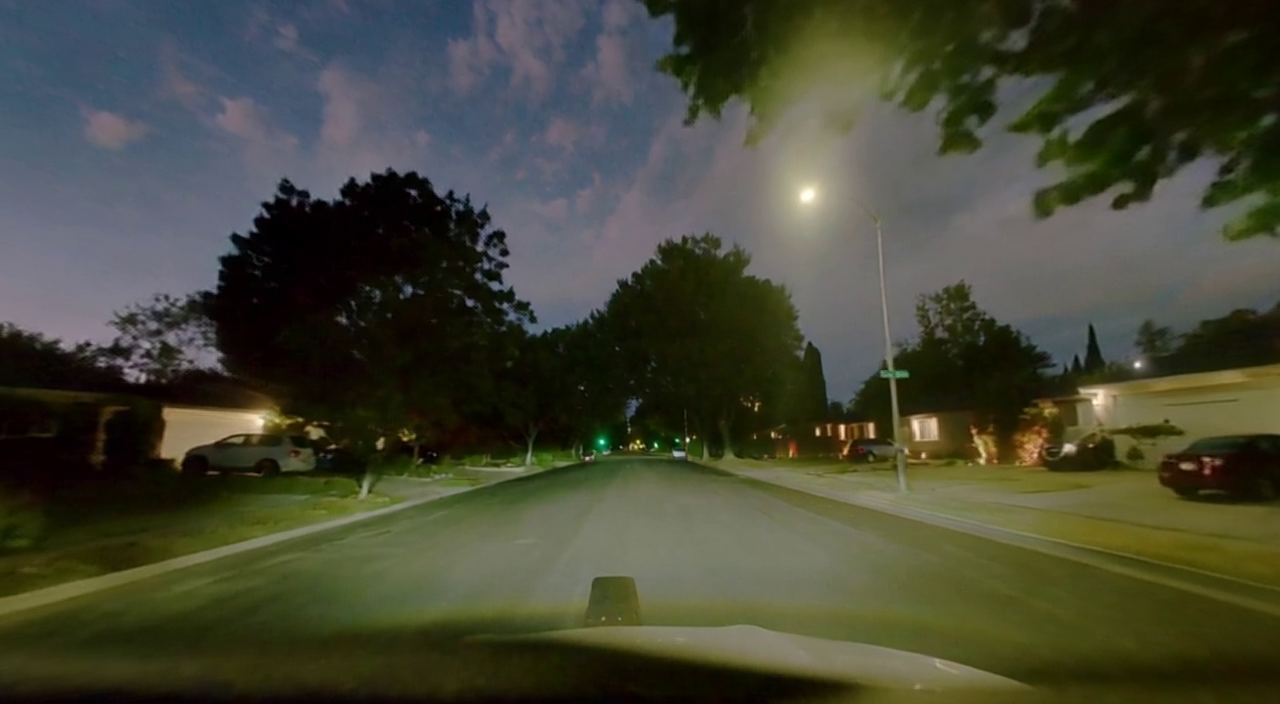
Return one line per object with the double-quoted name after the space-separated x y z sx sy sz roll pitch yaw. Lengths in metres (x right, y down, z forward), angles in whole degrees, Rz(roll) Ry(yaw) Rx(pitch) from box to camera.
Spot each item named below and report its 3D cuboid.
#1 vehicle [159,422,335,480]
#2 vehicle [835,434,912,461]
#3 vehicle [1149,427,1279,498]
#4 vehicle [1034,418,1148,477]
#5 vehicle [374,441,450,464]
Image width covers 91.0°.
-15.306 3.868 24.852 2.575 2.031 5.155 -6 -10 34 "vehicle"
15.753 6.414 42.432 4.468 1.728 2.135 3 -8 -20 "vehicle"
15.064 2.527 14.558 4.606 1.545 1.967 -2 -9 12 "vehicle"
16.276 3.504 23.057 2.288 1.880 4.939 -4 -9 23 "vehicle"
-15.301 6.753 42.367 4.351 1.474 2.015 0 -9 -1 "vehicle"
